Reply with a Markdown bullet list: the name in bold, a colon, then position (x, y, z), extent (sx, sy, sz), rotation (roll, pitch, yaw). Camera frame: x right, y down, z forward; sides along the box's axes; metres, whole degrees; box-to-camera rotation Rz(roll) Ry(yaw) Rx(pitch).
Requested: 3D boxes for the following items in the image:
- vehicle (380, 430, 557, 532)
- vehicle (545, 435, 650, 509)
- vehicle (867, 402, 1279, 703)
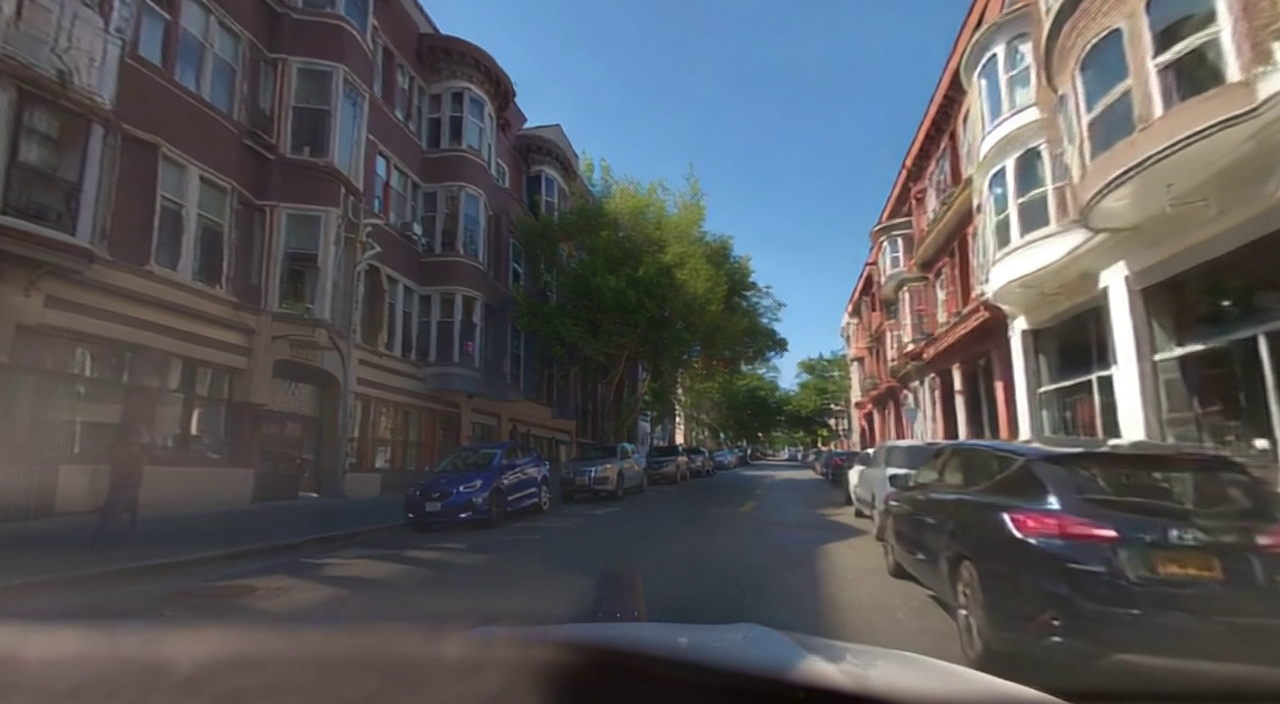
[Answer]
- **vehicle**: position (-2.940, 2.213, 11.461), extent (1.875, 1.564, 2.982), rotation (-2, -7, 13)
- **vehicle**: position (-1.048, 3.243, 17.673), extent (1.867, 1.519, 3.920), rotation (0, -4, 13)
- **vehicle**: position (2.874, 1.211, 4.277), extent (1.925, 1.481, 4.653), rotation (-2, -8, 13)
